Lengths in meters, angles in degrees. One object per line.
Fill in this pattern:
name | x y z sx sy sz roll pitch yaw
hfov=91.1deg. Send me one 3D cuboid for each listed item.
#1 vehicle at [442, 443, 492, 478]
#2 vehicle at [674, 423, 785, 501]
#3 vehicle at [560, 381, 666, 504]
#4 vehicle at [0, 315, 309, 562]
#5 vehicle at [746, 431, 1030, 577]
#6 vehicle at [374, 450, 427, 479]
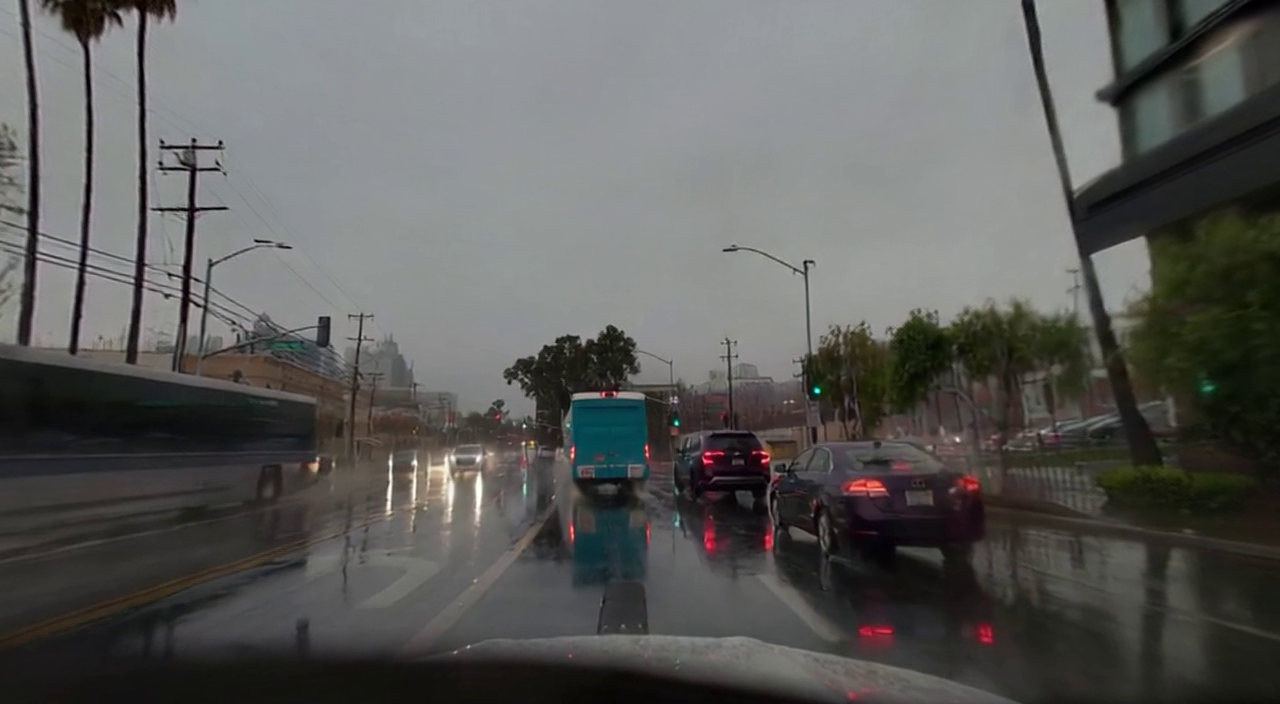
vehicle | -9.192 5.782 33.690 2.058 1.730 4.466 1 -9 -9
vehicle | 2.408 3.180 18.639 2.157 1.944 5.423 0 -8 -4
vehicle | -0.982 2.627 18.247 2.517 2.926 6.177 1 -9 -6
vehicle | -10.633 1.693 11.978 2.996 3.432 11.265 0 -8 -3
vehicle | 3.030 1.948 9.012 1.978 1.507 4.636 0 -8 -3
vehicle | -13.875 6.512 36.619 1.975 1.503 4.533 1 -9 -9
